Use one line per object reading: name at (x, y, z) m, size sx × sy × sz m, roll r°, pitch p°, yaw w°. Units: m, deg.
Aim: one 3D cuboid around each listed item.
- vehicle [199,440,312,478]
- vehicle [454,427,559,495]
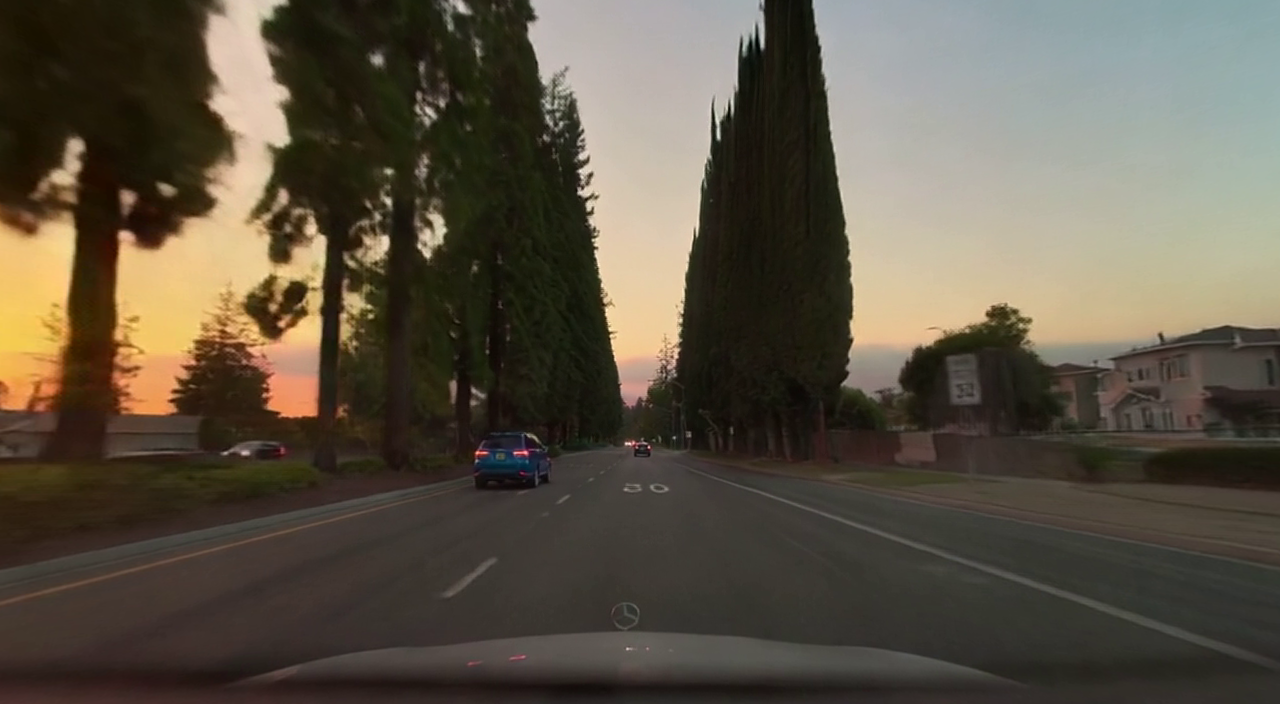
vehicle at (-25.906, 7.201, 43.171) m, size 2.691 × 2.305 × 8.031 m, roll 0°, pitch -8°, yaw 0°
vehicle at (-3.722, 3.126, 18.483) m, size 2.078 × 1.748 × 4.279 m, roll 0°, pitch -8°, yaw 0°
